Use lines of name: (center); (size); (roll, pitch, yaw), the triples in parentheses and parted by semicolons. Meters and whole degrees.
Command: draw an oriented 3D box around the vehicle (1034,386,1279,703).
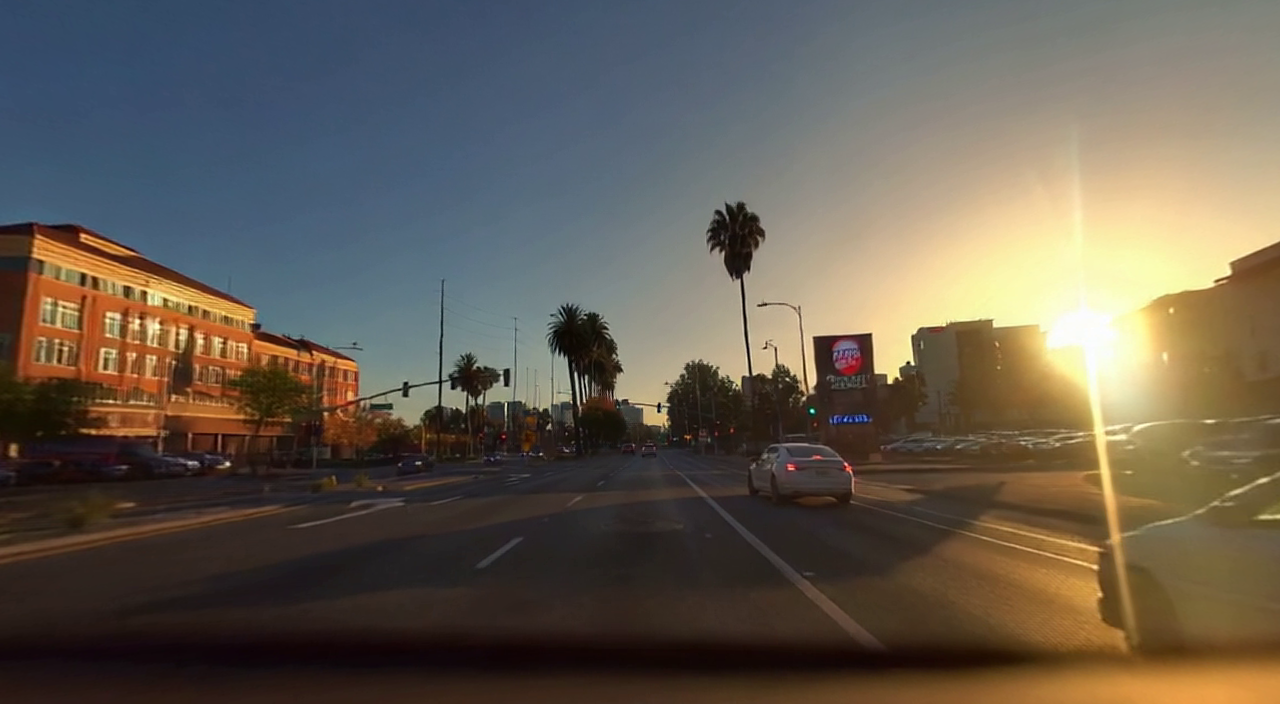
vehicle: (3.619, 0.834, 2.095); (1.931, 1.534, 4.126); (0, -8, 0)

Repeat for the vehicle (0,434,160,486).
vehicle: (-30.968, 5.940, 34.813); (7.019, 2.687, 2.419); (-1, -8, 4)

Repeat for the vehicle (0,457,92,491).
vehicle: (-29.650, 5.908, 30.822); (1.966, 1.430, 4.309); (0, -9, -4)

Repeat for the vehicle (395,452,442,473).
vehicle: (-17.030, 8.482, 48.600); (1.961, 1.500, 4.291); (0, -8, 1)

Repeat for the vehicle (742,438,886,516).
vehicle: (3.705, 2.736, 14.436); (1.870, 1.467, 4.800); (0, -8, -1)
